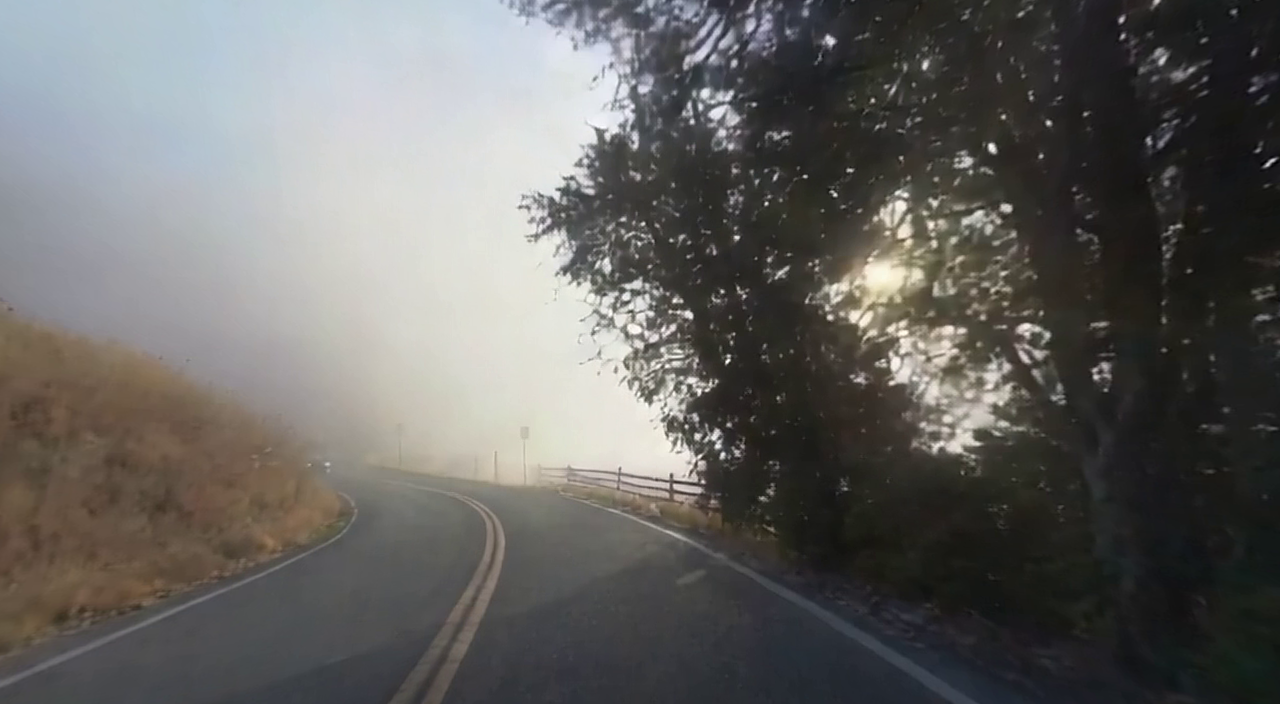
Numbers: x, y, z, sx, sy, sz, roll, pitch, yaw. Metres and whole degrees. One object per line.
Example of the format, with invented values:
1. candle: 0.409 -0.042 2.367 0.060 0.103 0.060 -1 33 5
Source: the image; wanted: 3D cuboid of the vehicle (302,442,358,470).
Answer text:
1. vehicle: -19.658 6.546 39.857 2.075 1.562 4.241 8 -11 -40
